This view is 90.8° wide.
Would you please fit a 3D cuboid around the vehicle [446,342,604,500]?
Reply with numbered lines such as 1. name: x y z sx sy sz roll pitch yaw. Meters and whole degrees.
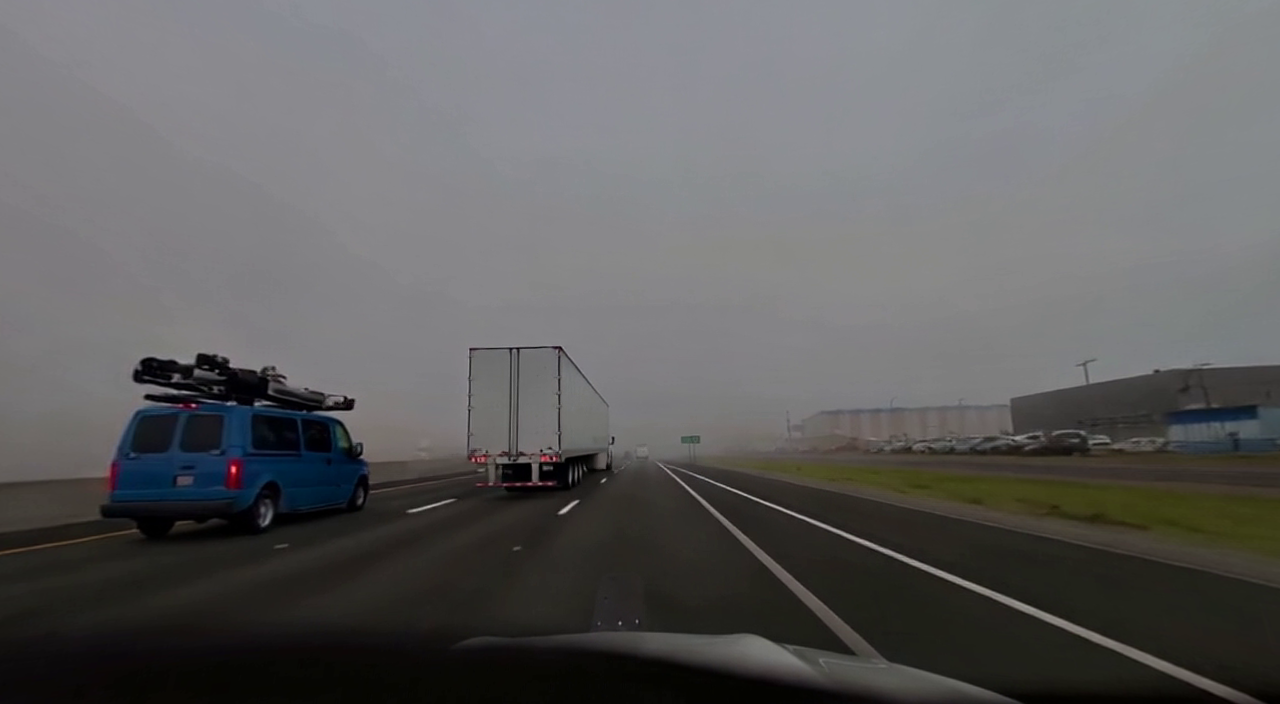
1. vehicle: -3.458 2.974 24.677 2.939 4.132 16.303 0 -9 1

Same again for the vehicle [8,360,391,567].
1. vehicle: -6.905 1.876 11.269 2.385 2.672 6.049 0 -8 0
